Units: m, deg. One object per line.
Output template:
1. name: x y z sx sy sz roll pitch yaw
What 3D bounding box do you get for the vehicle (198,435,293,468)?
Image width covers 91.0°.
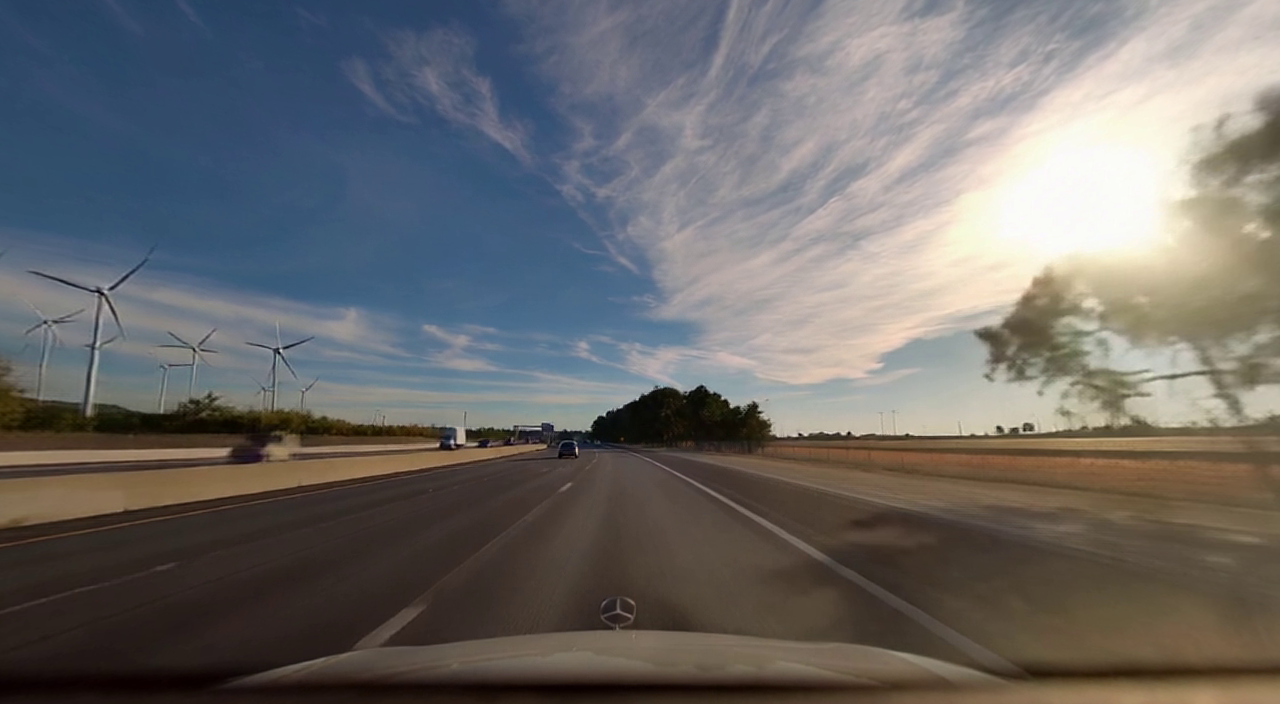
1. vehicle: -20.284 5.123 32.671 2.008 1.530 4.758 0 -8 -2

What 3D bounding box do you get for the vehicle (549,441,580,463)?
1. vehicle: -5.619 7.475 47.171 2.053 1.549 4.097 0 -8 -3
